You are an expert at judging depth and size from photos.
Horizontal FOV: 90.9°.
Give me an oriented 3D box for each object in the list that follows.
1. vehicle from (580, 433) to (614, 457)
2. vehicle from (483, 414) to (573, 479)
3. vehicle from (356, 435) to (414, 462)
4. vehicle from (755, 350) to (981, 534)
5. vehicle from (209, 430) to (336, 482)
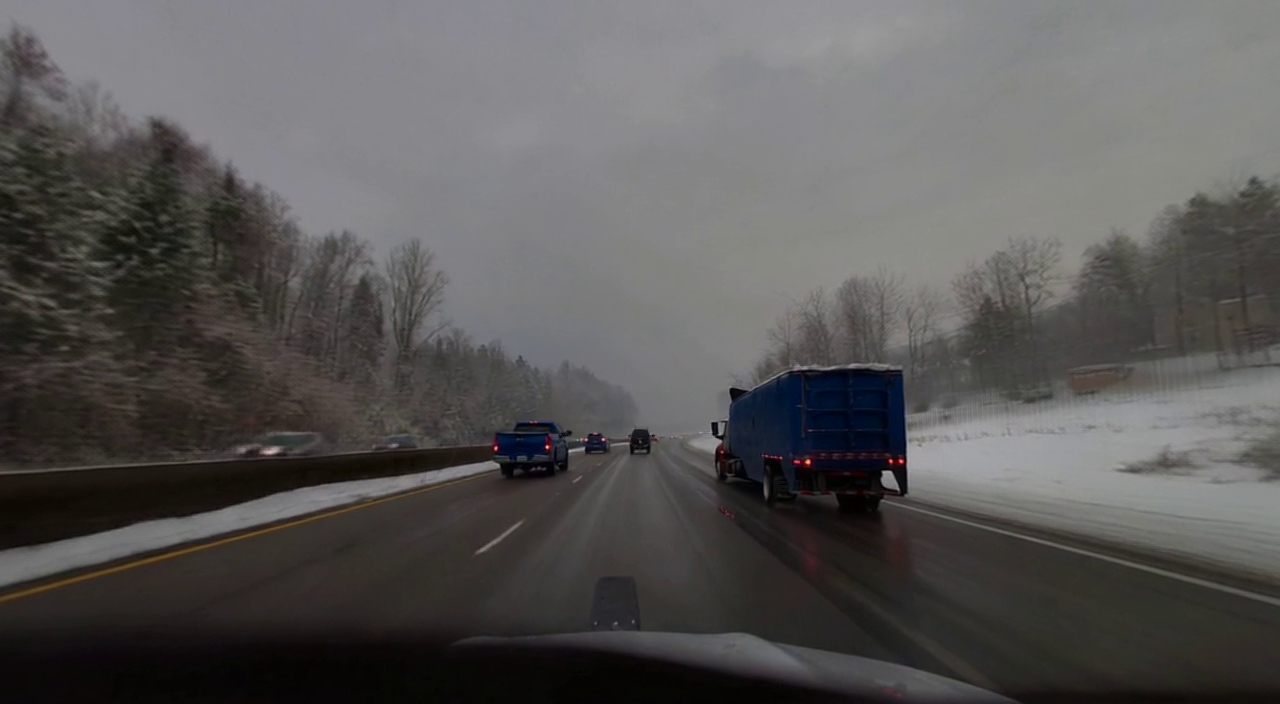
[{"bbox_3d":[-2.967,6.534,44.268,2.008,1.588,4.147,0,-8,1],"label":"vehicle"},{"bbox_3d":[-3.684,3.210,21.675,2.204,1.991,4.720,0,-8,0],"label":"vehicle"},{"bbox_3d":[-15.085,5.709,37.464,1.773,1.509,3.815,0,-8,1],"label":"vehicle"},{"bbox_3d":[3.554,1.516,10.882,2.256,2.568,4.049,0,-8,-1],"label":"vehicle"},{"bbox_3d":[-12.441,3.504,21.690,1.873,1.595,4.120,0,-8,0],"label":"vehicle"}]
